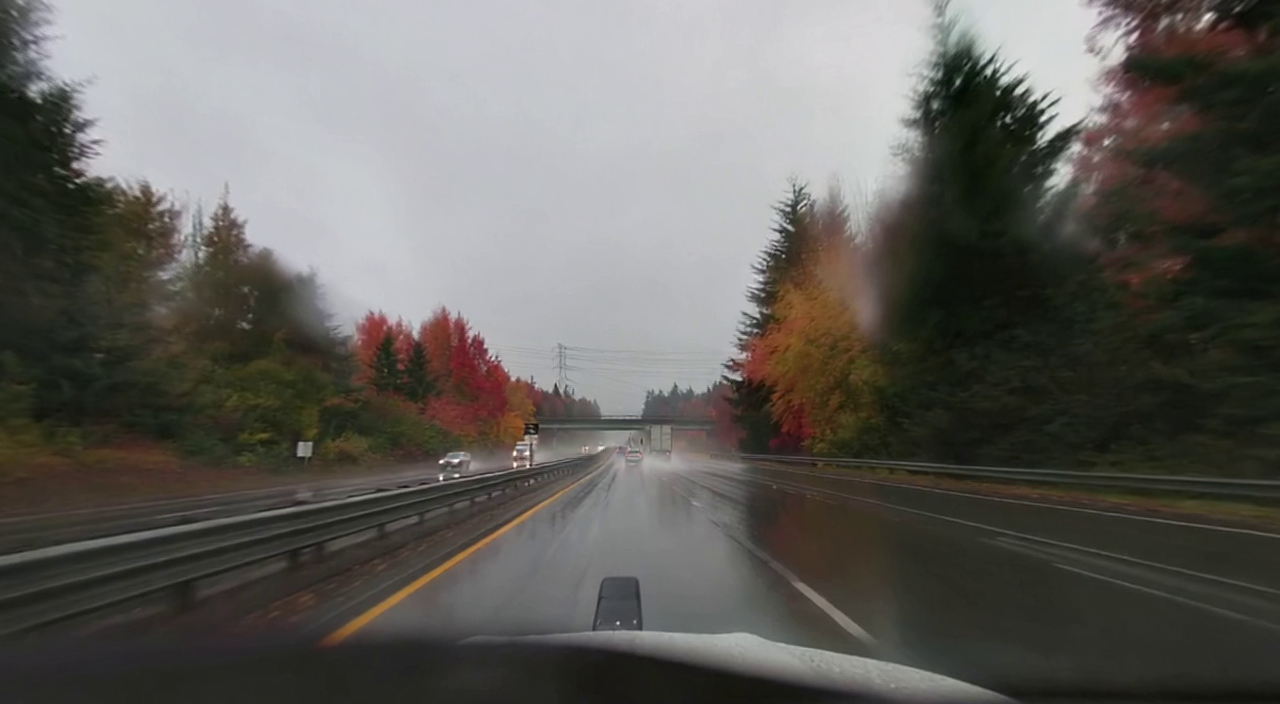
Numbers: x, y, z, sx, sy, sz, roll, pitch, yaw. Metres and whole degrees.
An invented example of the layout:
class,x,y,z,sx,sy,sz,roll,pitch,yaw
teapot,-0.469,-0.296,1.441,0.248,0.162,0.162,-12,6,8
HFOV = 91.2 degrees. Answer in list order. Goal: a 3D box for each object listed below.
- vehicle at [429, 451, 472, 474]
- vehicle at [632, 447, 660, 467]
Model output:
class,x,y,z,sx,sy,sz,roll,pitch,yaw
vehicle,-14.110,8.242,46.992,1.930,1.569,4.186,0,-9,0
vehicle,0.401,8.307,49.710,1.961,1.454,3.755,0,-9,-3
